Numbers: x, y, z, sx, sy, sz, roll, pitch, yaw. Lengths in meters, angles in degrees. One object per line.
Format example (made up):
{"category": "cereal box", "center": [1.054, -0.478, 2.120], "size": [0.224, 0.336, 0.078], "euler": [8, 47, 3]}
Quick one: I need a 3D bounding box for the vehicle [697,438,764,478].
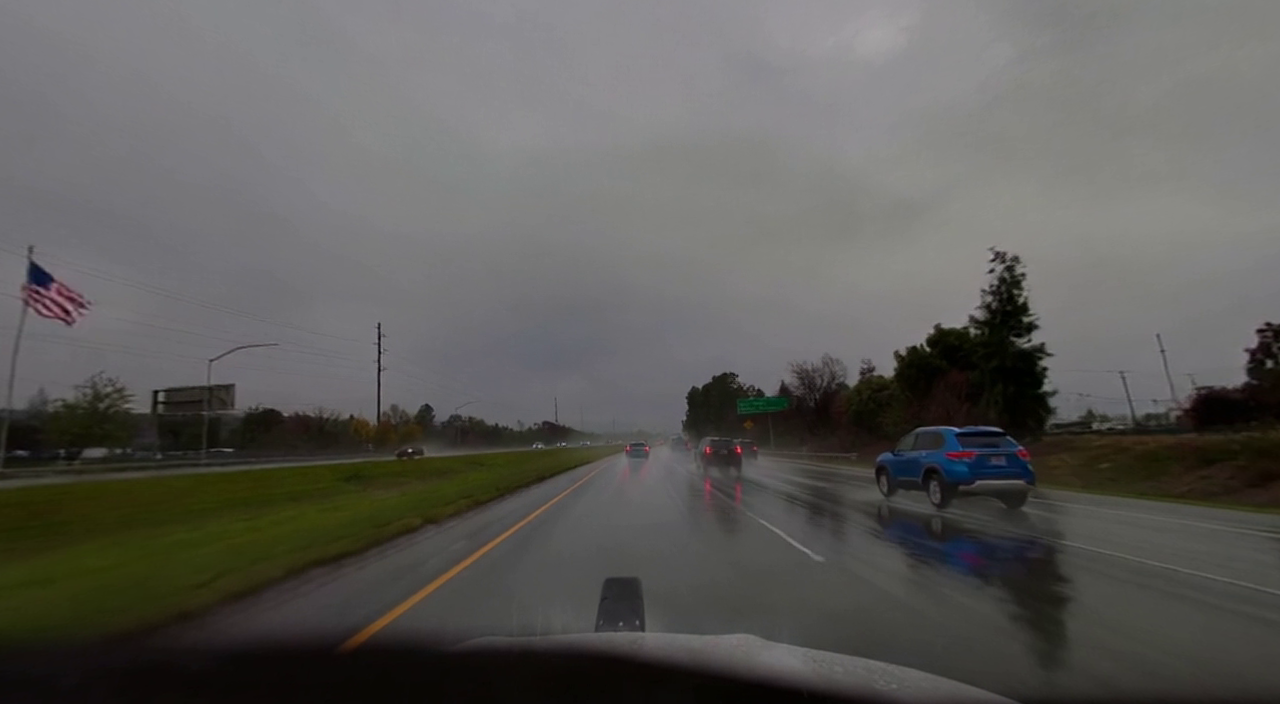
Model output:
{"category": "vehicle", "center": [3.594, 4.289, 25.801], "size": [1.978, 1.488, 4.252], "euler": [0, -8, -2]}

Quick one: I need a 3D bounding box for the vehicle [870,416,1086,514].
{"category": "vehicle", "center": [7.174, 2.447, 14.196], "size": [2.114, 1.800, 4.779], "euler": [0, -8, -1]}

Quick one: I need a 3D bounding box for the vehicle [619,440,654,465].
{"category": "vehicle", "center": [-0.229, 6.264, 39.401], "size": [2.085, 1.449, 3.860], "euler": [0, -8, -1]}
